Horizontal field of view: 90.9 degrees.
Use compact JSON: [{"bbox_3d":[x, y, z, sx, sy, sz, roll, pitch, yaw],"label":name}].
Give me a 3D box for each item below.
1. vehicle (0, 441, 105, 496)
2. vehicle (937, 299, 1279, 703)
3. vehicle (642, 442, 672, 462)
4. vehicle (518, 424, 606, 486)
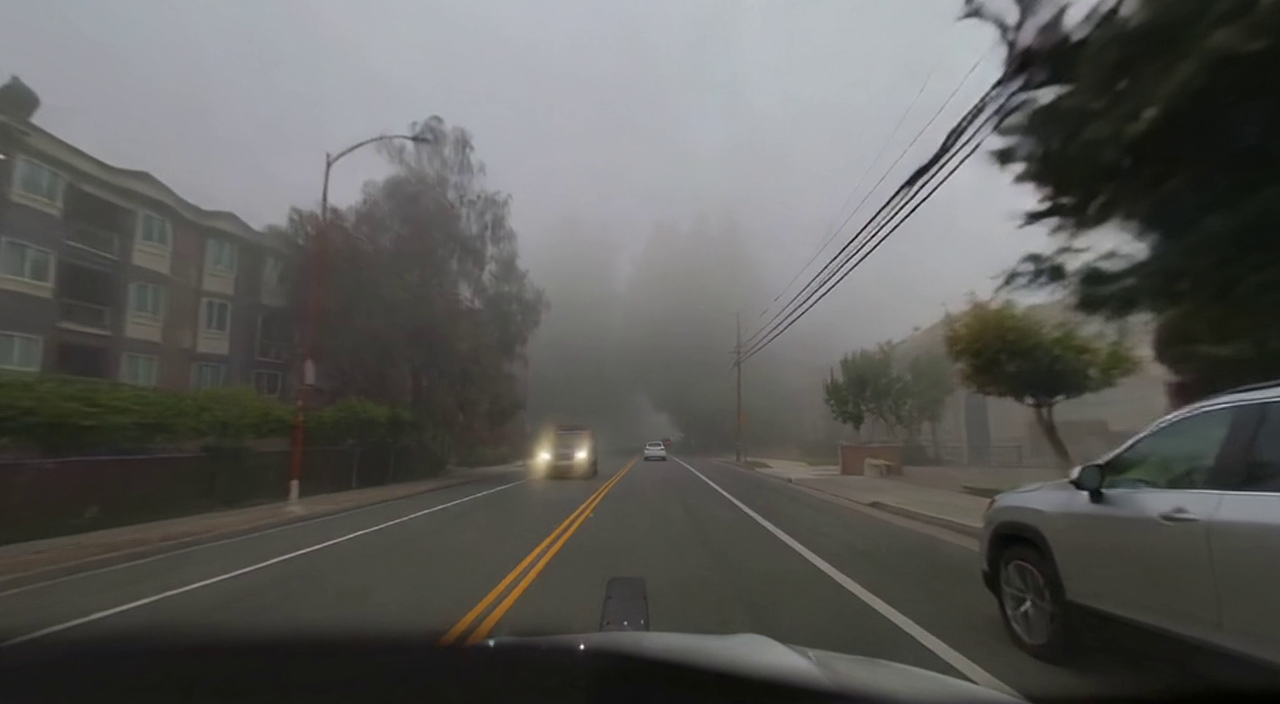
[{"bbox_3d":[-20.505,3.728,20.469,4.134,1.655,2.225,1,-8,-3],"label":"vehicle"},{"bbox_3d":[3.395,0.779,2.496,2.130,1.863,4.844,0,-8,1],"label":"vehicle"},{"bbox_3d":[1.222,7.495,47.489,2.097,1.463,4.043,0,-8,0],"label":"vehicle"},{"bbox_3d":[-2.735,3.840,23.825,2.469,2.023,5.896,0,-8,1],"label":"vehicle"}]
